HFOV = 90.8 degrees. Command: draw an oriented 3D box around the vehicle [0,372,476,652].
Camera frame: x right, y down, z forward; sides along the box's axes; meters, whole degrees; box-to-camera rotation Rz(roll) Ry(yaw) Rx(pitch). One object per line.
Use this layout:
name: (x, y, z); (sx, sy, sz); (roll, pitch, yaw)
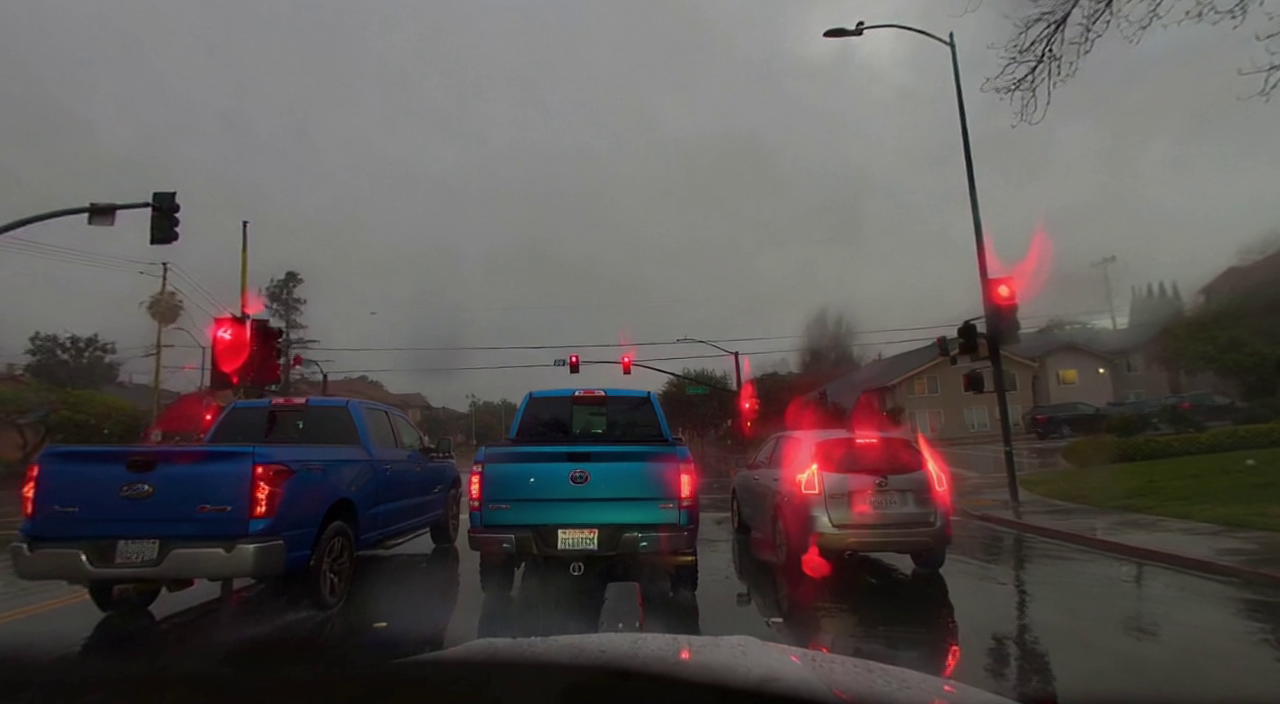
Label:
vehicle: (-3.453, 1.427, 6.803); (2.146, 1.828, 5.148); (0, -9, -2)

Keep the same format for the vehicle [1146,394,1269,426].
vehicle: (29.278, 3.038, 32.678); (4.540, 1.543, 1.803); (0, -9, 1)

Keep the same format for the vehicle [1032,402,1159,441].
vehicle: (23.303, 3.596, 32.470); (4.721, 1.866, 2.188); (0, -9, 2)

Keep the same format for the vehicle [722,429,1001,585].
vehicle: (2.415, 1.814, 8.283); (2.016, 1.481, 4.336); (0, -9, -1)

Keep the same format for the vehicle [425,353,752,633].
vehicle: (-0.391, 1.308, 6.731); (2.282, 1.964, 4.421); (0, -9, -1)
